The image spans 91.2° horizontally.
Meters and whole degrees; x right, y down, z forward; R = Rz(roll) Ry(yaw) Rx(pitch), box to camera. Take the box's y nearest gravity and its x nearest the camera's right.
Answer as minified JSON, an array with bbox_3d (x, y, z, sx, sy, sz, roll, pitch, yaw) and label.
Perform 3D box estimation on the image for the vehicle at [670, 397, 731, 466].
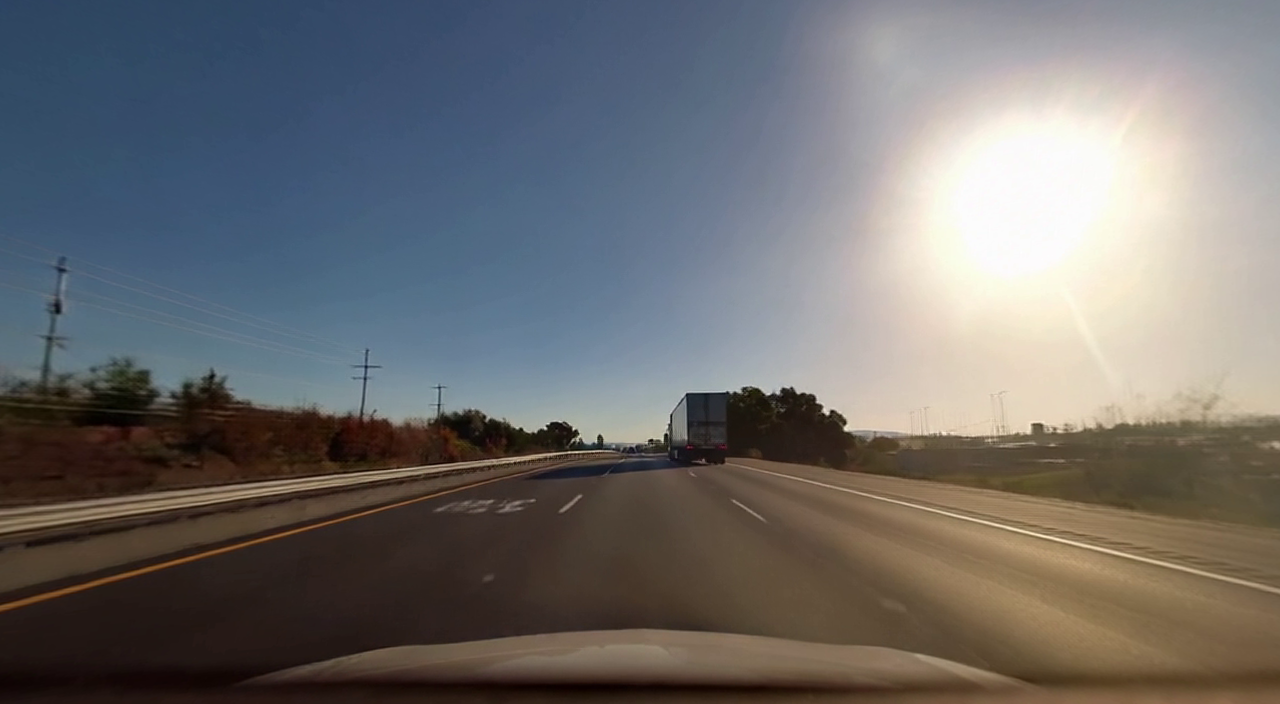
[{"bbox_3d":[3.952,5.809,44.740,2.933,4.100,14.317,0,-8,0],"label":"vehicle"}]
